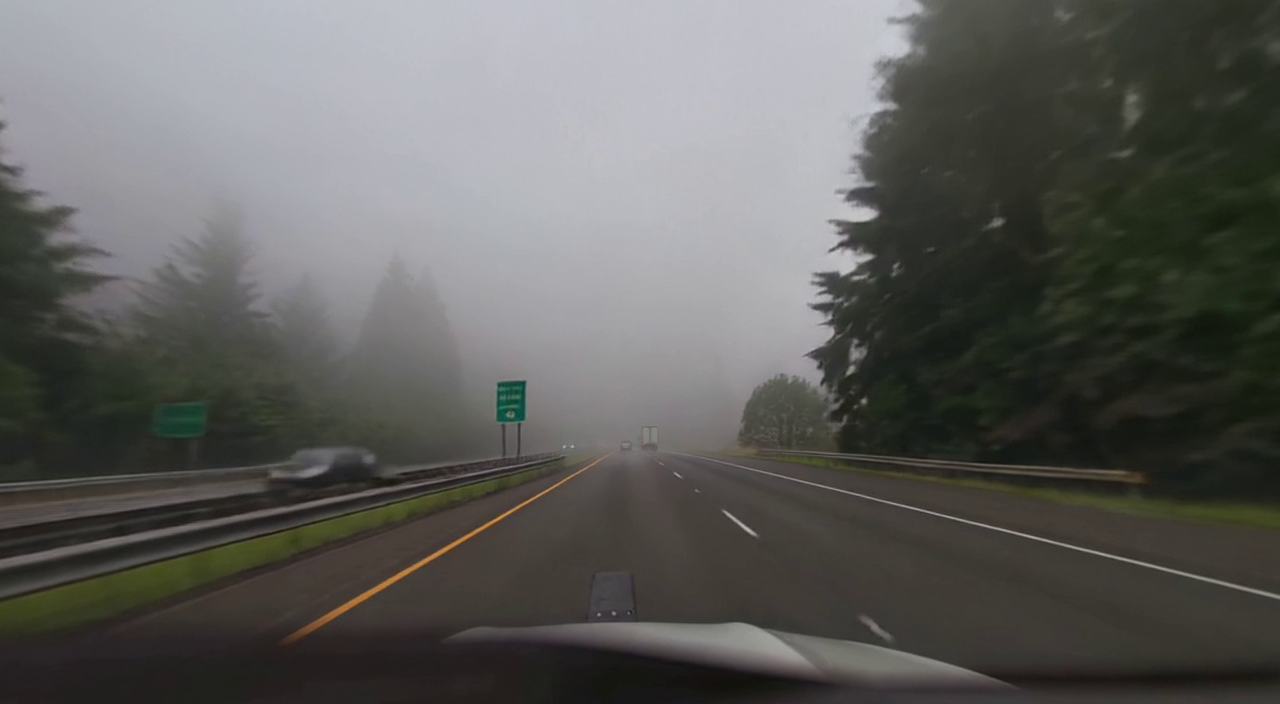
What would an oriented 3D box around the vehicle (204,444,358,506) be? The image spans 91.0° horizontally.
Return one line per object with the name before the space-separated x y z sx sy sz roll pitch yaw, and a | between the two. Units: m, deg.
vehicle | -9.634 3.279 17.361 1.812 1.460 4.228 0 -8 -1
